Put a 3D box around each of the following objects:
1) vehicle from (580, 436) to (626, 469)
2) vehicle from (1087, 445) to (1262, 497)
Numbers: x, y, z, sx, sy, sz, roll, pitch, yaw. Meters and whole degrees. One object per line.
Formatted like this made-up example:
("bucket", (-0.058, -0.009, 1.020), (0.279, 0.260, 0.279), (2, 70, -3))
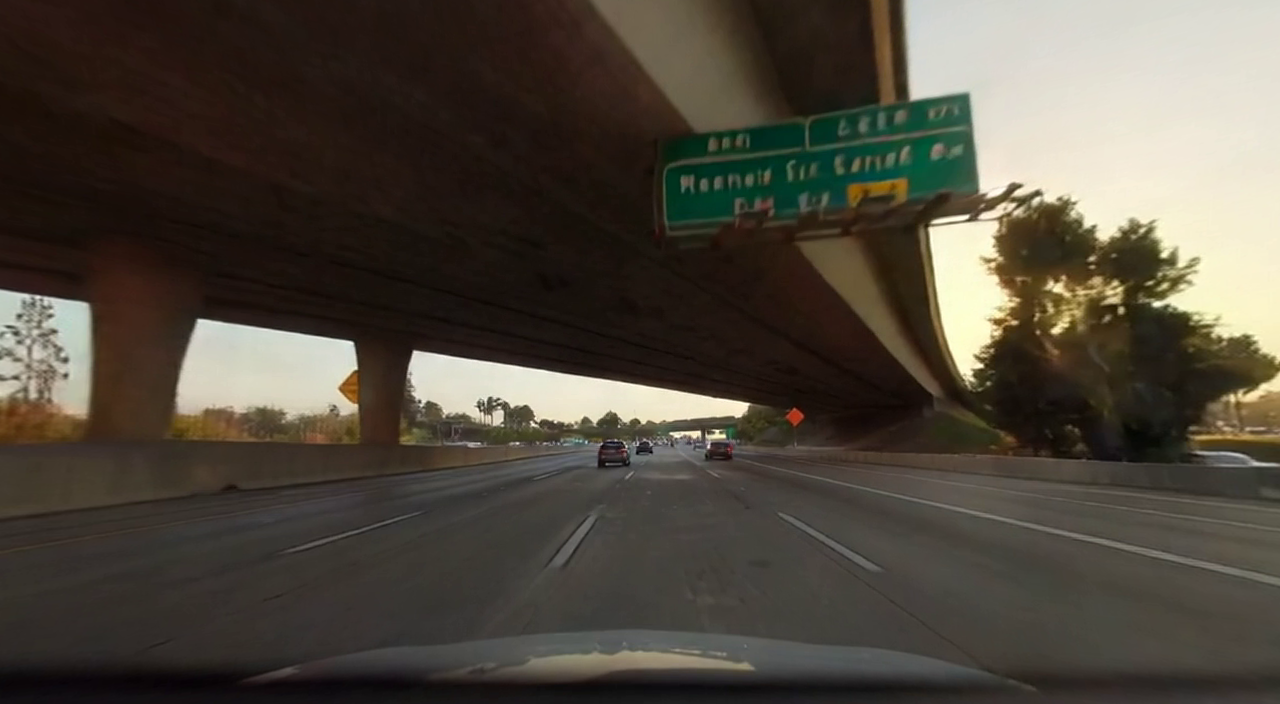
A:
("vehicle", (-2.012, 5.656, 35.631), (2.196, 1.733, 4.355), (0, -8, 1))
("vehicle", (17.653, 3.906, 21.184), (1.818, 1.497, 4.469), (0, -8, -3))
